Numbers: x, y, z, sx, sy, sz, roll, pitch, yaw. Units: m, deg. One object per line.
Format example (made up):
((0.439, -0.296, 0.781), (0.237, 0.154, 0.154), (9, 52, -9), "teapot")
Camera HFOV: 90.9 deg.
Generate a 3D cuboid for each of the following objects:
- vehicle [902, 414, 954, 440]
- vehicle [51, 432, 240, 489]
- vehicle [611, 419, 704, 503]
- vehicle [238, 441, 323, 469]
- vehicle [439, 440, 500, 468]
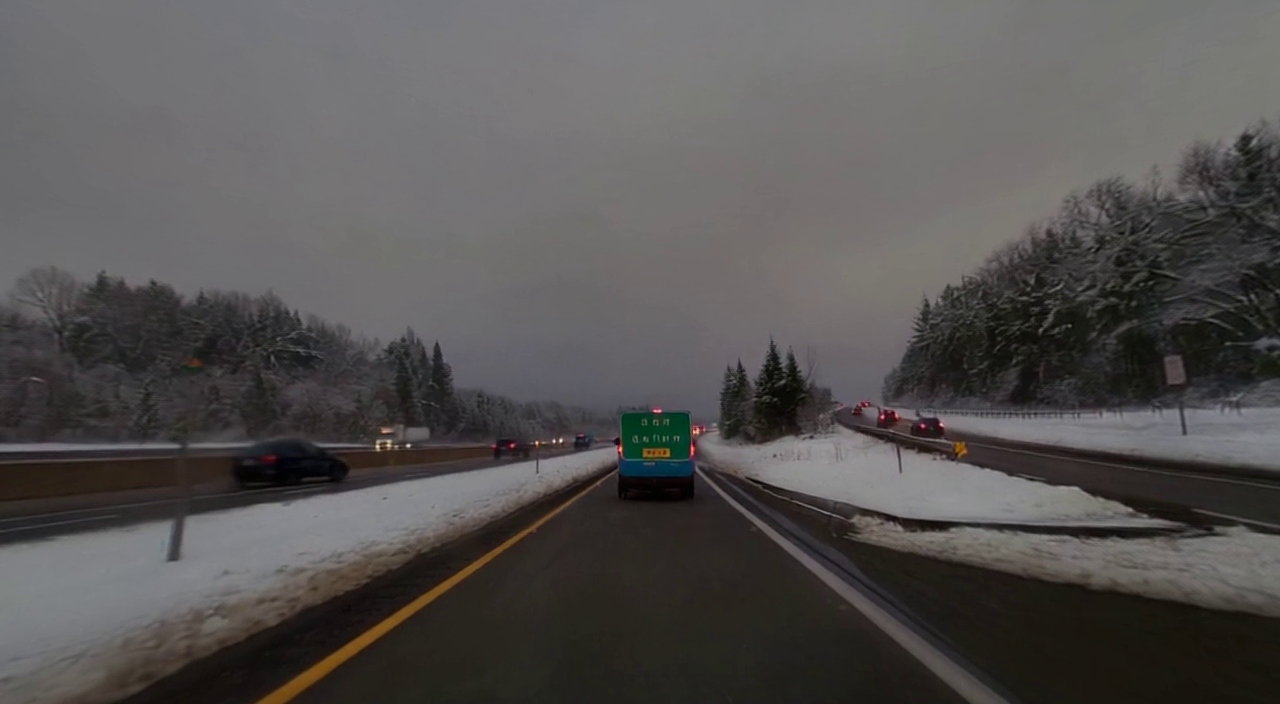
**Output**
((19.420, 5.121, 42.761), (2.098, 1.654, 4.637), (-2, -8, 11), "vehicle")
((-16.688, 3.669, 21.767), (2.309, 1.683, 5.063), (-1, -8, 2), "vehicle")
((0.376, 2.742, 16.227), (2.043, 1.821, 4.558), (0, -8, 0), "vehicle")
((-19.919, 5.704, 35.184), (1.884, 1.447, 4.502), (-1, -8, 3), "vehicle")
((-10.142, 6.081, 37.972), (1.958, 1.545, 4.588), (-1, -8, 6), "vehicle")
